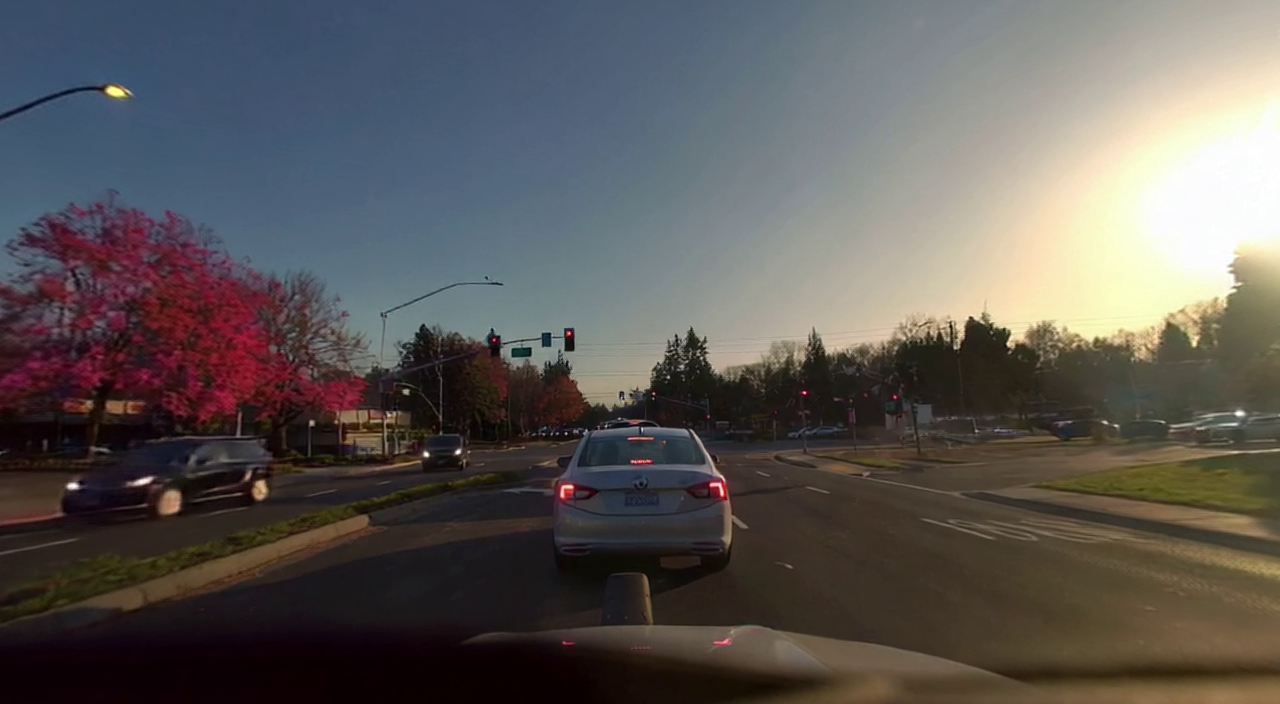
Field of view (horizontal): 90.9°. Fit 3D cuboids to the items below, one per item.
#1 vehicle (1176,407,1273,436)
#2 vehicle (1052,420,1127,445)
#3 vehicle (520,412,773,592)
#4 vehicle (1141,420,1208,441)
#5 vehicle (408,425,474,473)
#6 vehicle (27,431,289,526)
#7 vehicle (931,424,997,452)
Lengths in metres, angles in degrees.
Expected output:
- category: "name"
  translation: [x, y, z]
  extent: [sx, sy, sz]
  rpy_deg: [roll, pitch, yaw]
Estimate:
- category: "vehicle"
  translation: [36.331, 4.393, 39.342]
  extent: [1.848, 1.581, 4.475]
  rpy_deg: [-1, -8, 3]
- category: "vehicle"
  translation: [34.770, 6.229, 48.802]
  extent: [4.294, 1.557, 1.744]
  rpy_deg: [-4, -7, 1]
- category: "vehicle"
  translation: [0.020, 1.554, 7.366]
  extent: [2.112, 1.482, 4.057]
  rpy_deg: [0, -8, -1]
- category: "vehicle"
  translation: [41.273, 6.048, 48.664]
  extent: [3.573, 1.432, 1.604]
  rpy_deg: [-3, -7, 2]
- category: "vehicle"
  translation: [-9.549, 4.685, 30.661]
  extent: [2.378, 2.084, 5.225]
  rpy_deg: [1, -8, -10]
- category: "vehicle"
  translation: [-9.988, 2.616, 13.689]
  extent: [2.108, 1.671, 4.535]
  rpy_deg: [0, -8, 0]
- category: "vehicle"
  translation: [18.396, 4.878, 35.687]
  extent: [4.091, 1.495, 2.053]
  rpy_deg: [8, -12, -44]
